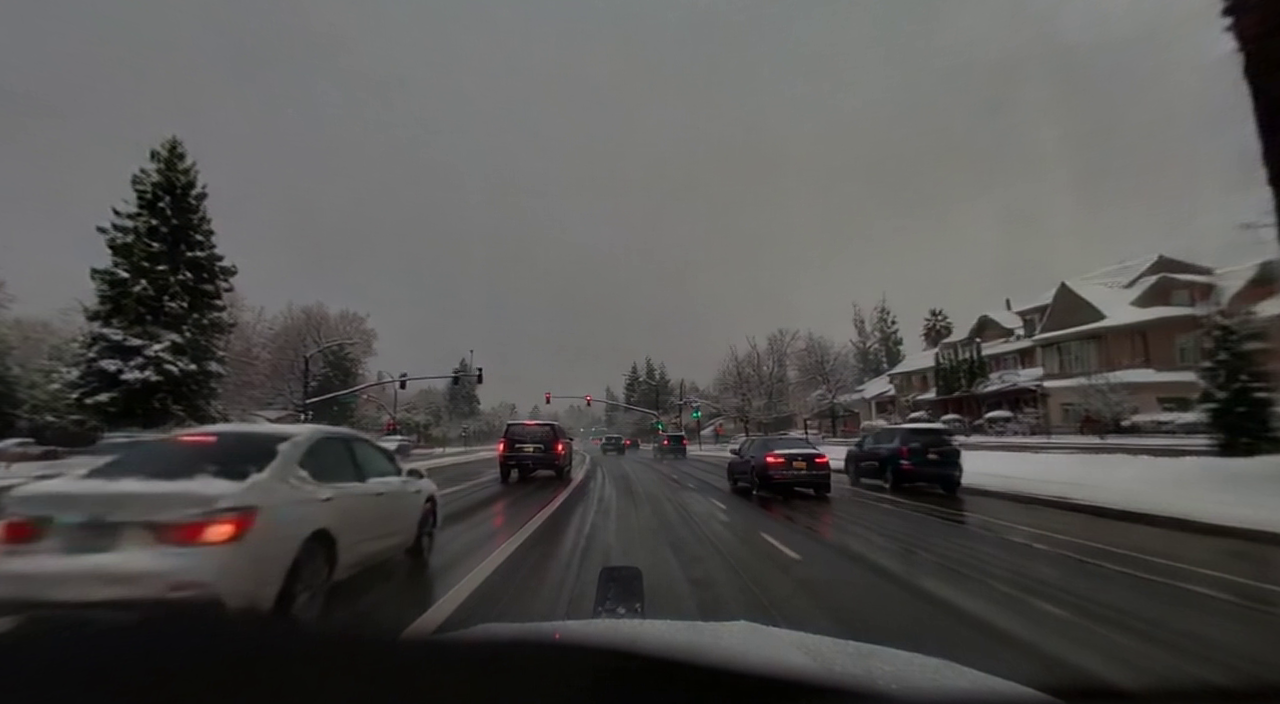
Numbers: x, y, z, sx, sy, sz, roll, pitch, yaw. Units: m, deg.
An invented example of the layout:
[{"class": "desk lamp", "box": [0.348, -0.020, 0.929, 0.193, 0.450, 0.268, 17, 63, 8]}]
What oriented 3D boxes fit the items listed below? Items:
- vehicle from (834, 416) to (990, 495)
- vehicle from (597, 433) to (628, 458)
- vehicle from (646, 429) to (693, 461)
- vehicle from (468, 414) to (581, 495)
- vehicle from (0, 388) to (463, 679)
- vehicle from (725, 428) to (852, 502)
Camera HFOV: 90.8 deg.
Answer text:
[{"class": "vehicle", "box": [6.971, 2.690, 16.796, 2.011, 1.805, 4.260, 0, -8, -4]}, {"class": "vehicle", "box": [-2.172, 7.193, 48.748, 2.164, 1.867, 4.254, 1, -8, -6]}, {"class": "vehicle", "box": [1.860, 6.170, 42.111, 2.391, 1.960, 5.600, 0, -8, -5]}, {"class": "vehicle", "box": [-3.118, 2.950, 18.681, 2.354, 1.948, 6.355, 0, -8, -2]}, {"class": "vehicle", "box": [-3.105, 1.283, 5.595, 1.922, 1.577, 4.140, 0, -8, -1]}, {"class": "vehicle", "box": [3.327, 2.611, 15.040, 1.870, 1.491, 4.009, 0, -8, -3]}]
